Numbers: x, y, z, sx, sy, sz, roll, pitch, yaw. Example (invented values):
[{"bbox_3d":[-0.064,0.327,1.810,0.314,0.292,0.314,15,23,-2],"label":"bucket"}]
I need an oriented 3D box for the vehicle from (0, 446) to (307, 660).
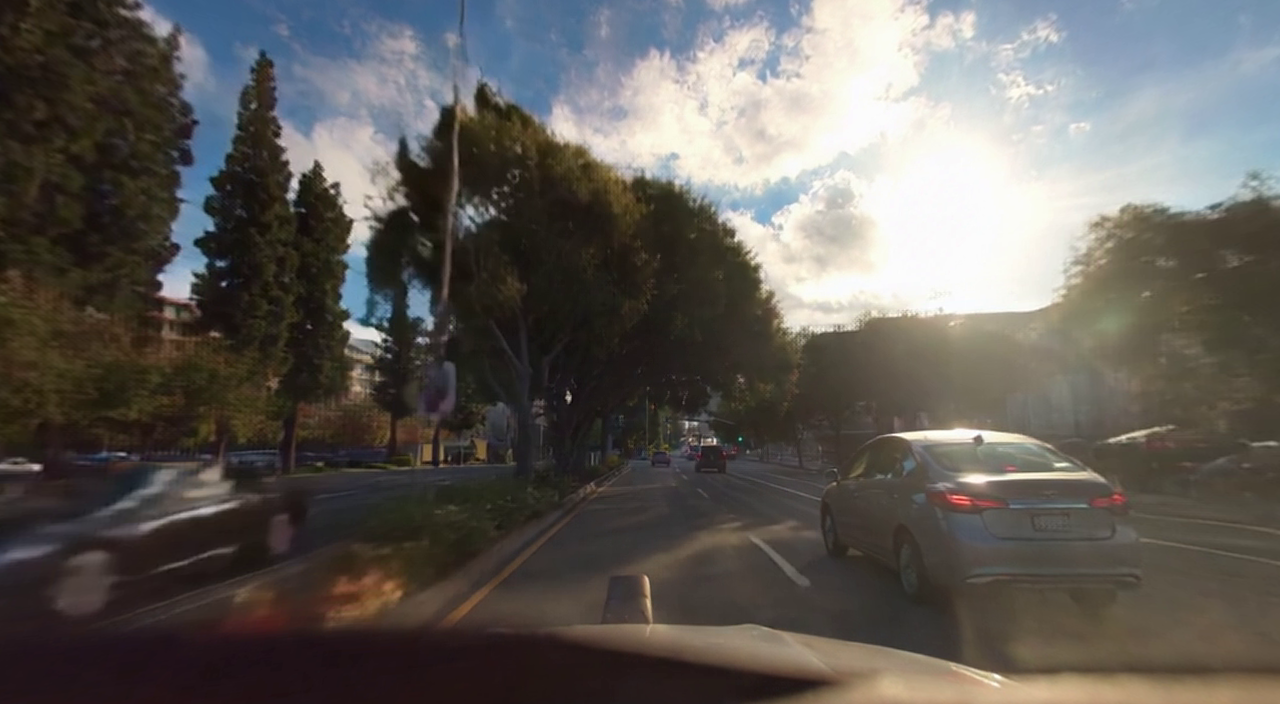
[{"bbox_3d":[-5.393,1.657,6.111,1.953,1.462,4.297,0,-8,1],"label":"vehicle"}]

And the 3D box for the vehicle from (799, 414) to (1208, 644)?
[{"bbox_3d":[3.128,1.574,6.594,1.901,1.634,3.952,0,-8,0],"label":"vehicle"}]

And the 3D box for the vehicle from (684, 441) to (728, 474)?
[{"bbox_3d":[3.925,6.385,38.255,2.154,1.844,4.634,0,-8,0],"label":"vehicle"}]
